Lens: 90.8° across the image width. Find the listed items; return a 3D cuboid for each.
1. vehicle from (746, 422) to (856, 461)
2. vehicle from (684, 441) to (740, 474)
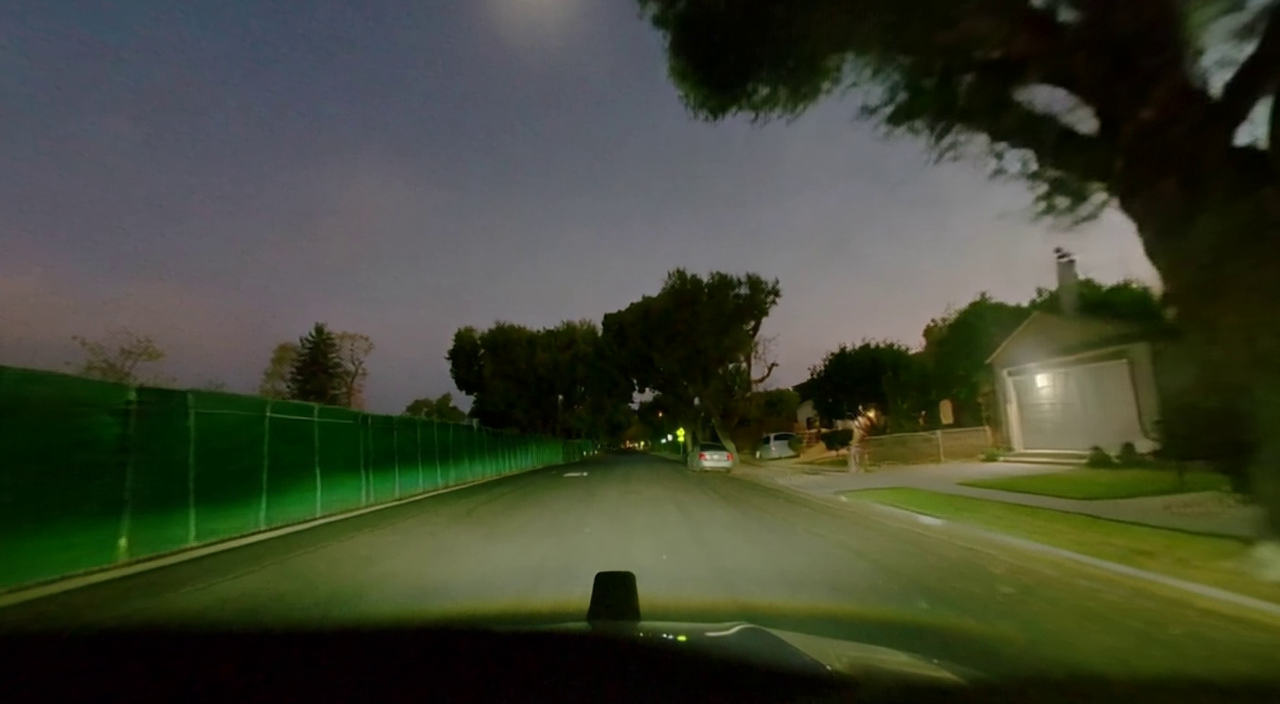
[{"bbox_3d":[9.614,5.418,38.217,5.935,1.911,2.236,-4,-9,0],"label":"vehicle"},{"bbox_3d":[3.569,5.304,32.133,2.051,1.524,5.047,0,-8,-2],"label":"vehicle"}]
